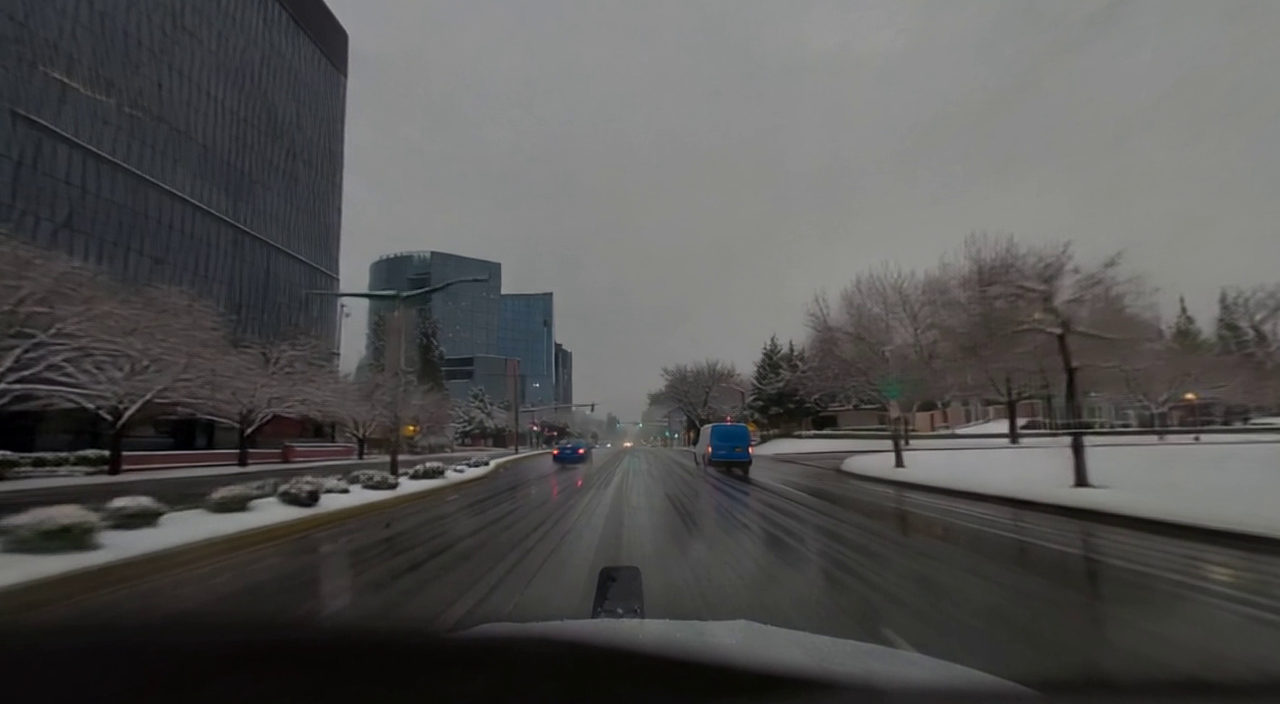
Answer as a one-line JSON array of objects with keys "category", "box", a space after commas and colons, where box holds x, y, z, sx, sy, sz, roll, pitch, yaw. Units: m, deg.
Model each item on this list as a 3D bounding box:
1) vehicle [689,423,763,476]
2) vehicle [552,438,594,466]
[{"category": "vehicle", "box": [3.336, 3.920, 25.536, 2.200, 1.914, 5.145, 0, -8, -1]}, {"category": "vehicle", "box": [-3.687, 5.612, 35.429, 1.864, 1.464, 4.195, 0, -8, 1]}]
